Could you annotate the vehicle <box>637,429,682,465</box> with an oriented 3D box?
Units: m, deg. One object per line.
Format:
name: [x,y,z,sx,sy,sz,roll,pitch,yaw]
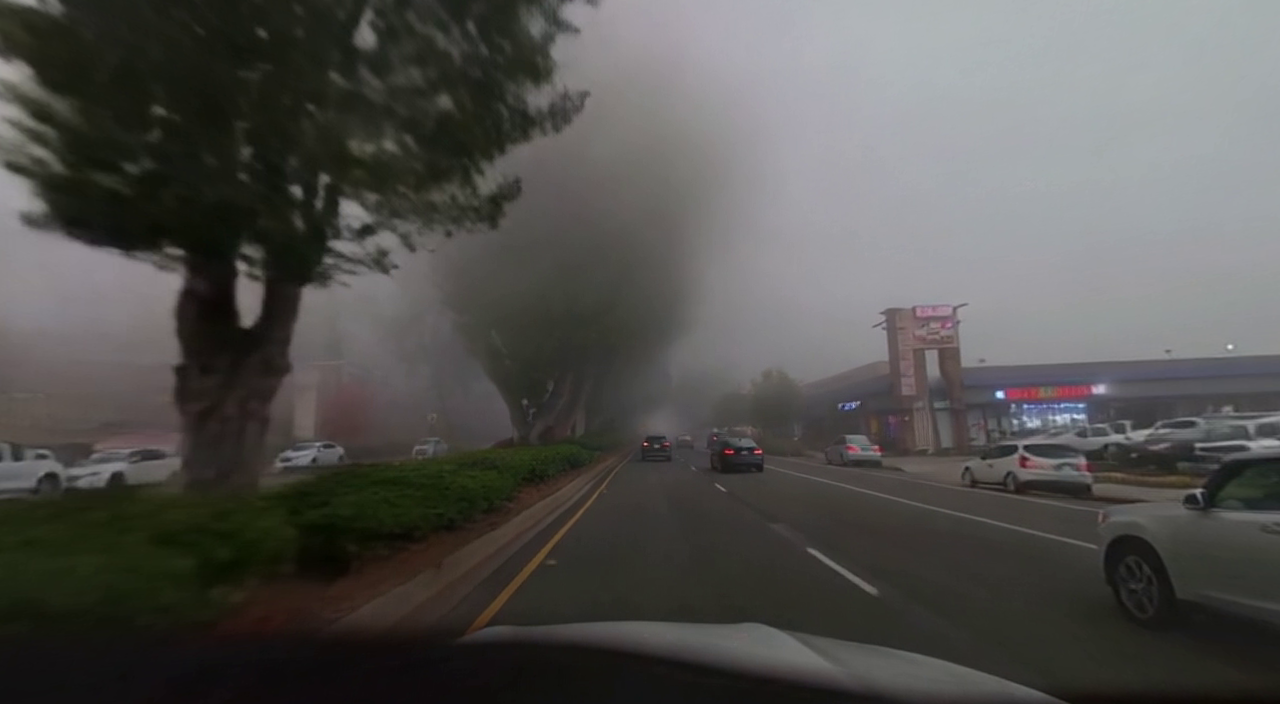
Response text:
vehicle: [0.945,4.796,31.718,2.098,1.682,3.778,0,-8,1]

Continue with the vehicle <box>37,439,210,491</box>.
vehicle: [-18.546,4.050,22.974,2.141,1.655,4.978,0,-8,-1]

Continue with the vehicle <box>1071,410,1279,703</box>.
vehicle: [4.041,0.893,2.175,1.908,1.463,4.506,0,-8,0]

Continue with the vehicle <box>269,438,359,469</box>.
vehicle: [-18.265,5.681,35.520,2.034,1.532,5.548,0,-7,1]

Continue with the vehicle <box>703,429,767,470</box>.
vehicle: [4.110,4.311,27.887,2.115,1.692,4.189,0,-8,-1]

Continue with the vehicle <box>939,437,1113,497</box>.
vehicle: [10.979,3.281,18.372,2.110,1.535,4.506,0,-8,-2]

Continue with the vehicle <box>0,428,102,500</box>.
vehicle: [-18.589,3.153,17.725,1.948,1.965,5.421,0,-8,-1]

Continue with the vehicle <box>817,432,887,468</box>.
vehicle: [10.854,5.068,32.525,2.123,1.726,4.520,0,-8,1]
